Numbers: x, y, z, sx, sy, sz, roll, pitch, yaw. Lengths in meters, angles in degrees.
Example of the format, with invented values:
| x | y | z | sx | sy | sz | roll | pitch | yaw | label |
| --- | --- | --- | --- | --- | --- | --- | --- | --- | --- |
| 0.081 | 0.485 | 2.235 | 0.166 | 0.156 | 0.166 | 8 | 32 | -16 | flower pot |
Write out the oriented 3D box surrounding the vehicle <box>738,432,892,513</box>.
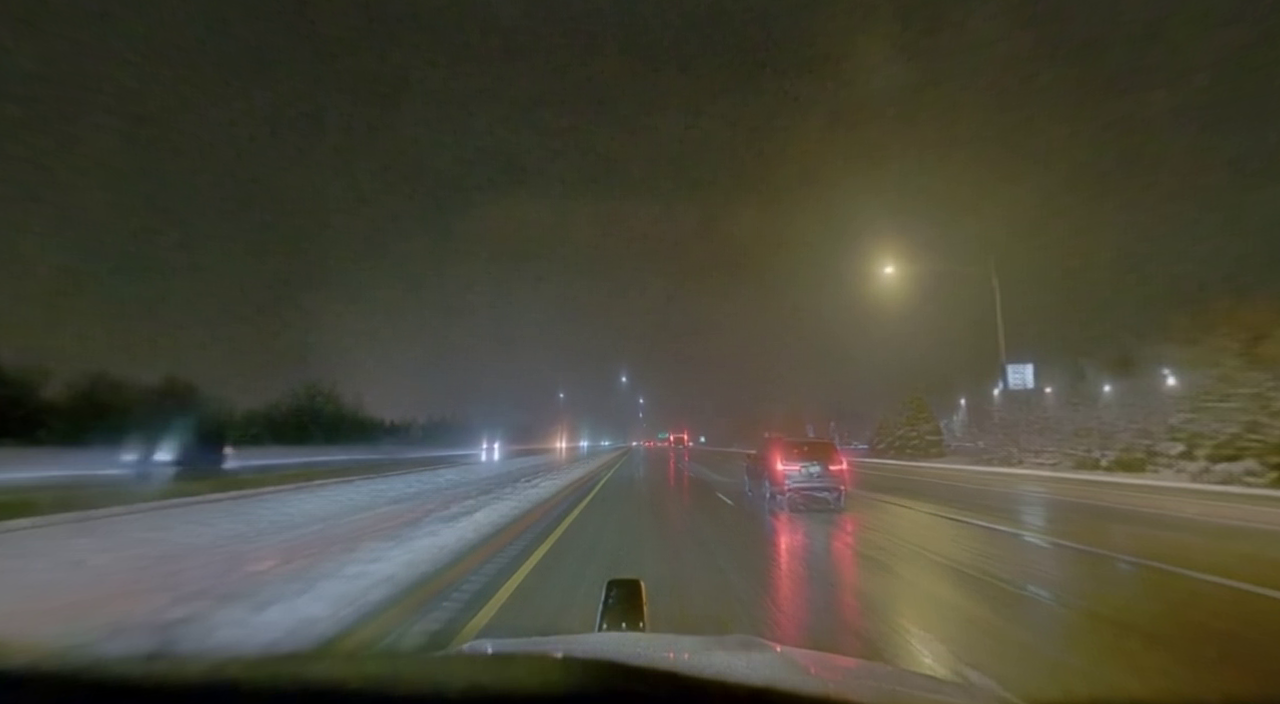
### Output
| x | y | z | sx | sy | sz | roll | pitch | yaw | label |
| --- | --- | --- | --- | --- | --- | --- | --- | --- | --- |
| 3.587 | 2.560 | 13.943 | 2.091 | 1.482 | 4.522 | 0 | -8 | 0 | vehicle |
